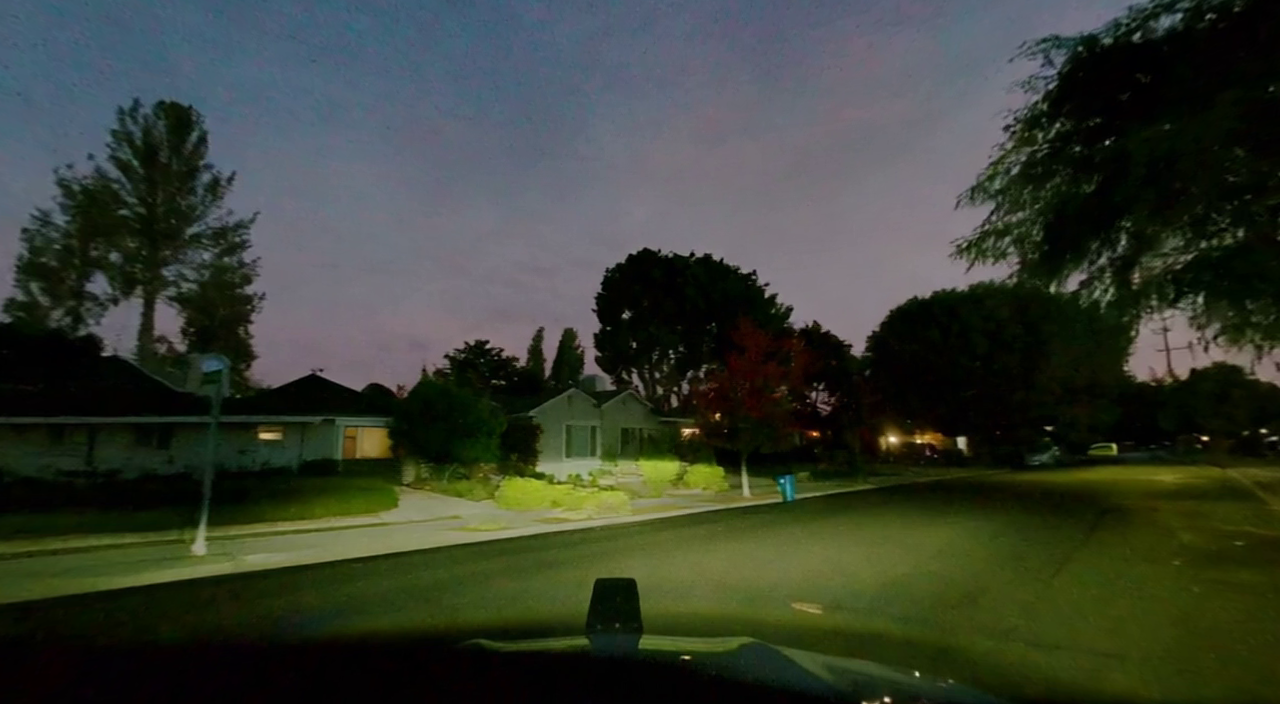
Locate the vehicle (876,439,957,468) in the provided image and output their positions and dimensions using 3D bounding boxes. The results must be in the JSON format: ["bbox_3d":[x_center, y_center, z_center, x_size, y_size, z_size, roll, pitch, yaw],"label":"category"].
[{"bbox_3d":[20.616,7.574,47.258,5.033,1.997,2.126,-7,-11,39],"label":"vehicle"}]
